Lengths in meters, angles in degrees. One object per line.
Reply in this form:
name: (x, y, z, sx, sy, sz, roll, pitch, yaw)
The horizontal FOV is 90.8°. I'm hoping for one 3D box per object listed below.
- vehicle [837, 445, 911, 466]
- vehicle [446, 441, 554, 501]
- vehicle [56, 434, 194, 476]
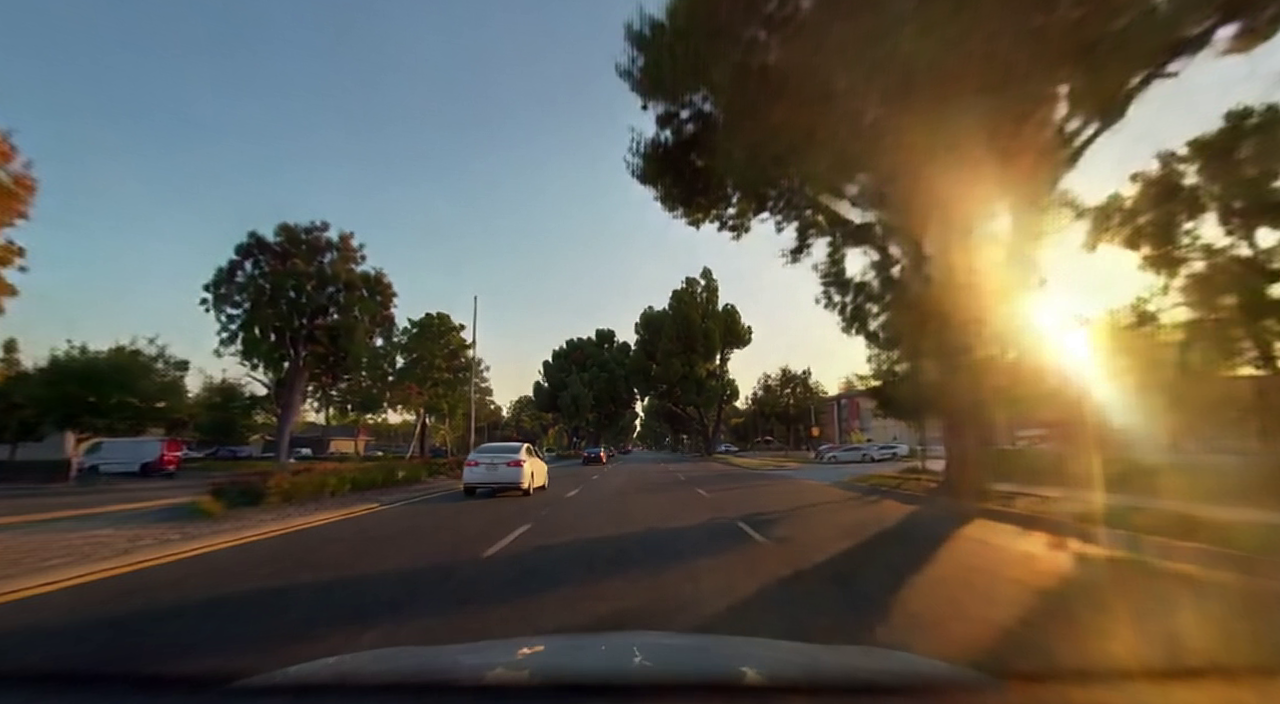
vehicle: (16.163, 7.181, 43.795, 4.341, 1.412, 2.035, 0, -9, -2)
vehicle: (-3.739, 3.258, 17.762, 2.003, 1.454, 4.484, 0, -9, 0)
vehicle: (-34.205, 6.870, 42.125, 6.915, 2.687, 2.367, 0, -9, -1)
